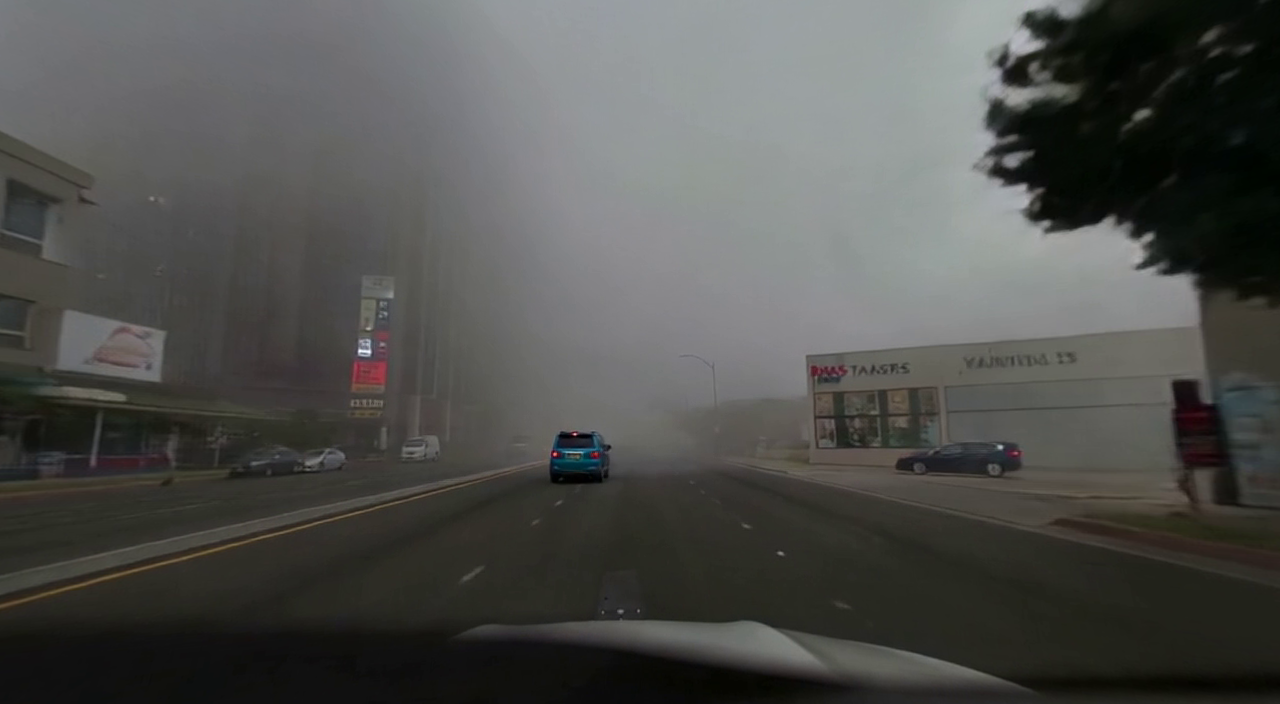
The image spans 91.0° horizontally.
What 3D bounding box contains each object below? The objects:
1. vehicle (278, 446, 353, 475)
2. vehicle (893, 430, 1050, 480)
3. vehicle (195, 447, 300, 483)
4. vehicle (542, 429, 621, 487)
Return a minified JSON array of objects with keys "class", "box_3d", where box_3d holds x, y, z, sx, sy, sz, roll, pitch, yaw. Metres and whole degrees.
[{"class":"vehicle","box_3d":[-17.764,5.933,34.720,1.840,1.508,4.376,0,-8,-1]},{"class":"vehicle","box_3d":[14.827,4.640,28.653,2.589,1.989,5.779,4,-9,-26]},{"class":"vehicle","box_3d":[-17.806,5.101,28.865,1.852,1.481,4.660,0,-8,-1]},{"class":"vehicle","box_3d":[-1.807,3.440,20.695,2.080,1.722,3.766,0,-8,2]}]
